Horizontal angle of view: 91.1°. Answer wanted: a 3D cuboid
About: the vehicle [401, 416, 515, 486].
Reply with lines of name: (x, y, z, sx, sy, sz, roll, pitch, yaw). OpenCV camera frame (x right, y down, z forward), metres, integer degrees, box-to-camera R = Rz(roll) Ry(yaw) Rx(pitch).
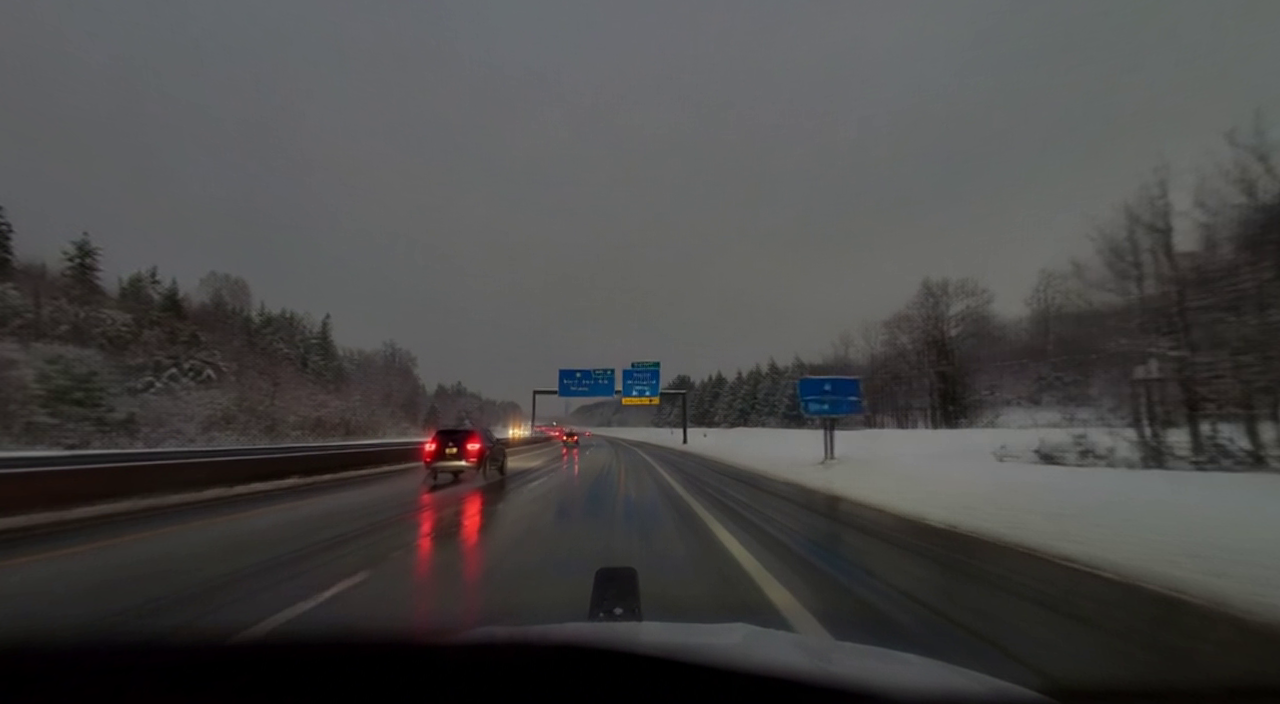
vehicle: (-4.962, 2.749, 17.804, 2.007, 1.727, 4.040, 0, -8, 0)
